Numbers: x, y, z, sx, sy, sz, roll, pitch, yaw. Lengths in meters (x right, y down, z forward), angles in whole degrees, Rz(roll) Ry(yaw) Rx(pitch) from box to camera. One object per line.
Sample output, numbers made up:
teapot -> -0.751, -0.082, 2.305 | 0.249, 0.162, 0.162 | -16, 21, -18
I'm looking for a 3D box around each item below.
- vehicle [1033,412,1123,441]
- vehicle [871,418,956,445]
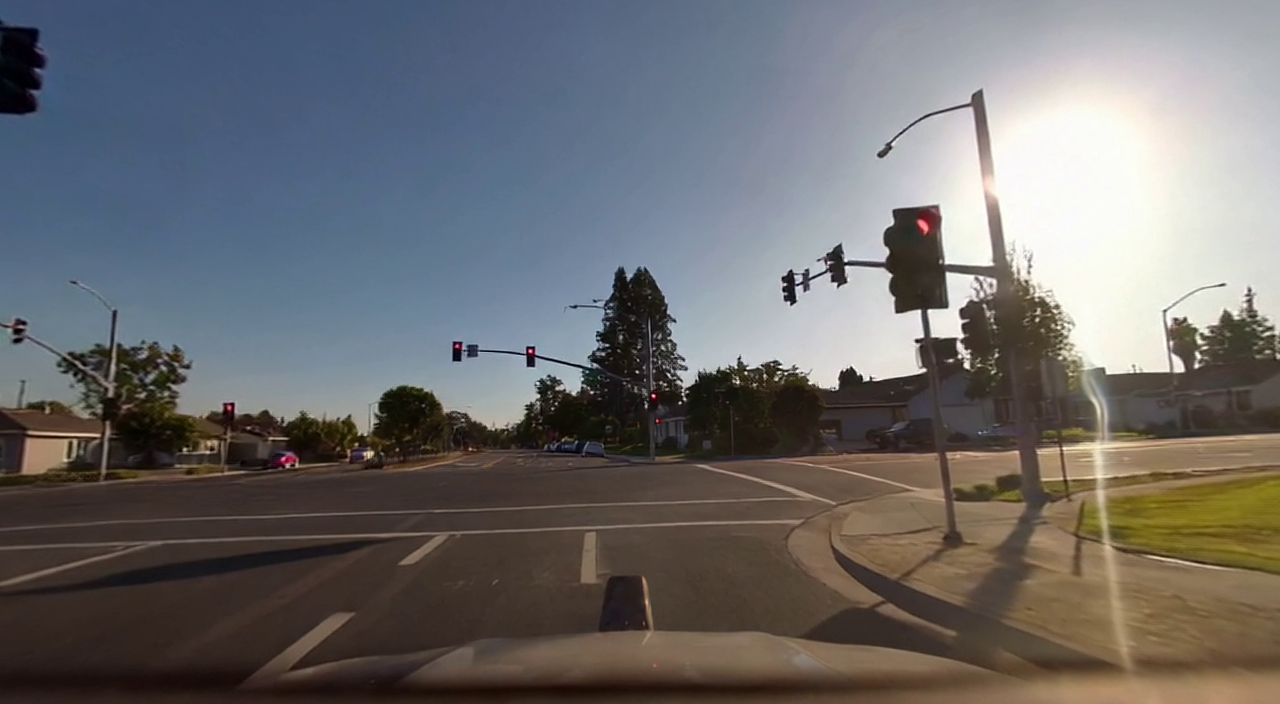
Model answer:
vehicle -> 29.649, 5.083, 42.729 | 4.605, 1.823, 2.006 | 1, -9, -4
vehicle -> 18.053, 5.286, 41.746 | 4.681, 1.712, 1.976 | 0, -8, -4
